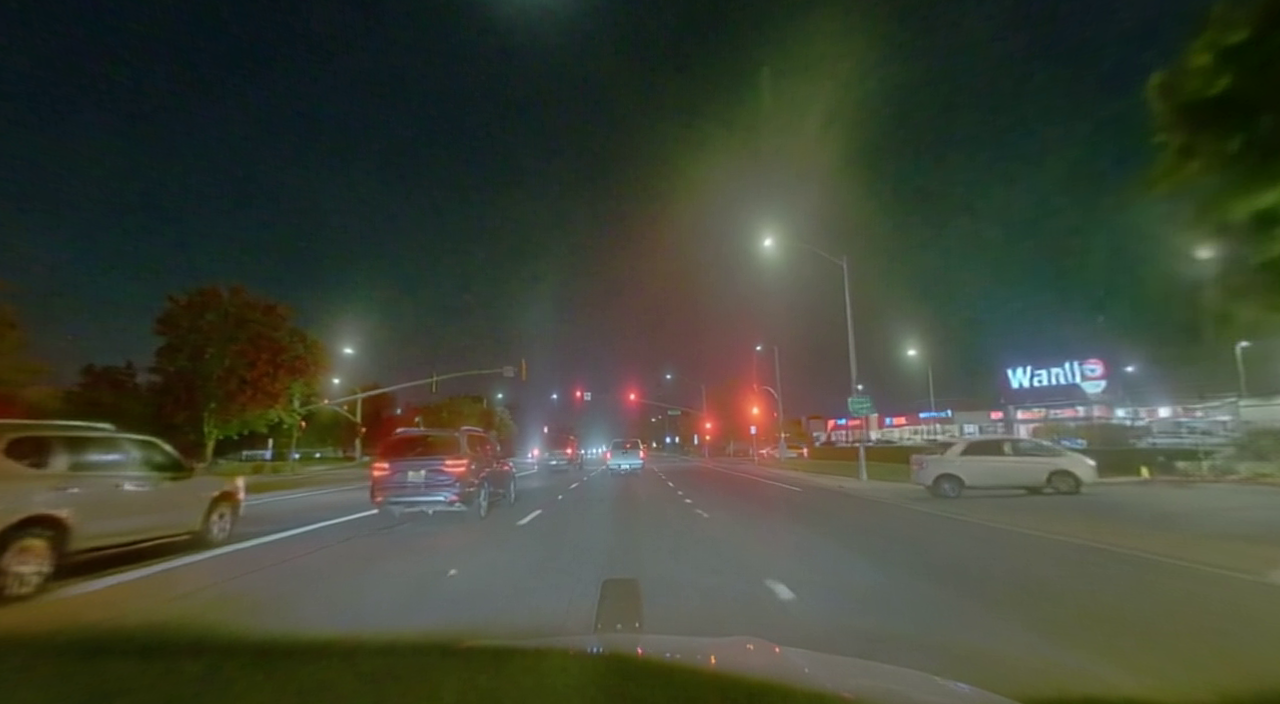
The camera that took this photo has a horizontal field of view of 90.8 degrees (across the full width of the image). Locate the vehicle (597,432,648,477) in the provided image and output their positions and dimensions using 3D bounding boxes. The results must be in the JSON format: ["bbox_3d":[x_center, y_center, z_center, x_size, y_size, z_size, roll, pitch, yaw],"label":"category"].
[{"bbox_3d":[-0.761,4.505,27.937,2.061,1.809,4.141,0,-8,-1],"label":"vehicle"}]

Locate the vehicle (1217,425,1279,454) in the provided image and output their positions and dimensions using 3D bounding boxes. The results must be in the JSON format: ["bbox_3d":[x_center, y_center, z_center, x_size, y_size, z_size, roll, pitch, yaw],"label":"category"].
[{"bbox_3d":[32.346,4.408,31.923,4.438,1.423,1.897,0,-8,0],"label":"vehicle"}]

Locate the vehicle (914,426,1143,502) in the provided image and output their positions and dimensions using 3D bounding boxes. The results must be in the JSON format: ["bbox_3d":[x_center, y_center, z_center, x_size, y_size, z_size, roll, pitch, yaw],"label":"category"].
[{"bbox_3d":[9.813,2.798,16.157,4.734,1.726,2.039,1,-8,-11],"label":"vehicle"}]

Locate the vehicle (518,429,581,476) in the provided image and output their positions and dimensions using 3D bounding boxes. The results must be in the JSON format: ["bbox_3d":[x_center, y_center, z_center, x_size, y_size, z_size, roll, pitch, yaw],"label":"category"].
[{"bbox_3d":[-4.153,4.749,30.111,2.252,1.999,5.605,0,-8,-1],"label":"vehicle"}]

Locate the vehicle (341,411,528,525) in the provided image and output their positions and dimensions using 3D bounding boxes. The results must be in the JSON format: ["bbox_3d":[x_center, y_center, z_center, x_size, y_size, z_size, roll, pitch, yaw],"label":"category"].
[{"bbox_3d":[-3.873,2.291,13.074,2.159,1.877,4.925,0,-8,1],"label":"vehicle"}]

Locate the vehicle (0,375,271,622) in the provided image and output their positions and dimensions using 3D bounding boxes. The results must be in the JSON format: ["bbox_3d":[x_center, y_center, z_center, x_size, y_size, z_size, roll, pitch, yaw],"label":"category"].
[{"bbox_3d":[-5.924,1.316,6.217,2.093,1.803,4.668,0,-8,-6],"label":"vehicle"}]
